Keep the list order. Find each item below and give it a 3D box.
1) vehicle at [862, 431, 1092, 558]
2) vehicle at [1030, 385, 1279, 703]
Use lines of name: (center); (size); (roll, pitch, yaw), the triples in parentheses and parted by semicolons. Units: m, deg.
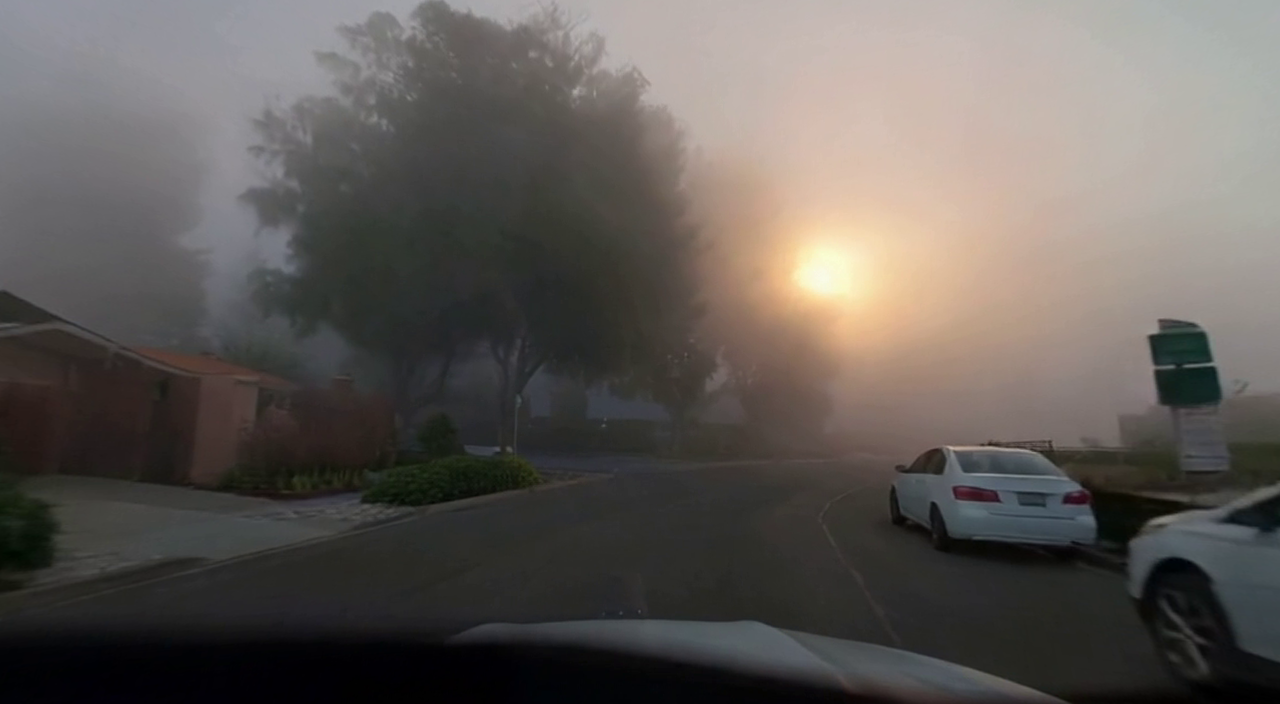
vehicle: (4.909, 2.102, 9.994); (2.026, 1.458, 4.225); (1, -9, 11)
vehicle: (3.918, 0.930, 2.494); (2.075, 1.657, 4.648); (-1, -9, 5)
